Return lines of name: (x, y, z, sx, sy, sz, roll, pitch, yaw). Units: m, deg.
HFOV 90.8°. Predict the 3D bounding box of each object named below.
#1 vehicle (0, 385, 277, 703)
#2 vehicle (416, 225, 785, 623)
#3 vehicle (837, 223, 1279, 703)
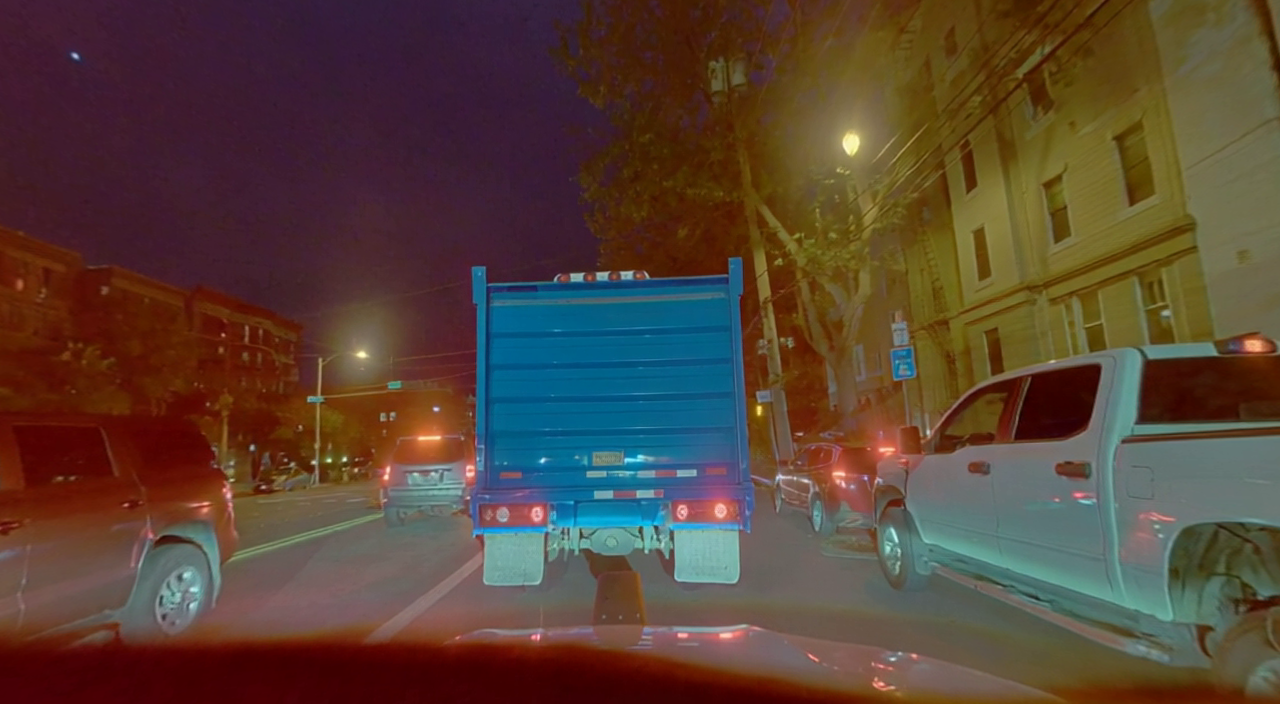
vehicle: (-4.115, 1.000, 3.059, 1.988, 1.657, 4.492, 0, -8, 0)
vehicle: (-0.219, 1.121, 9.226, 2.878, 3.204, 8.244, 0, -8, 1)
vehicle: (3.238, 0.846, 3.880, 2.242, 1.979, 5.722, 0, -8, 1)
